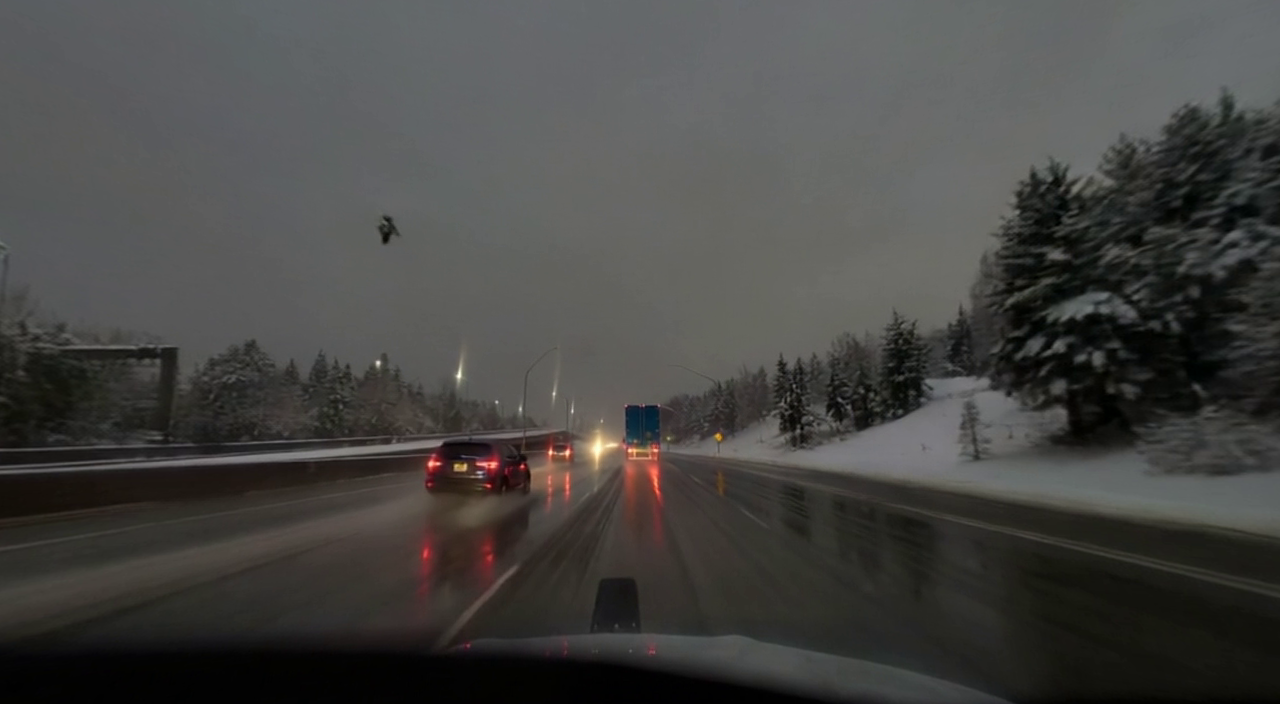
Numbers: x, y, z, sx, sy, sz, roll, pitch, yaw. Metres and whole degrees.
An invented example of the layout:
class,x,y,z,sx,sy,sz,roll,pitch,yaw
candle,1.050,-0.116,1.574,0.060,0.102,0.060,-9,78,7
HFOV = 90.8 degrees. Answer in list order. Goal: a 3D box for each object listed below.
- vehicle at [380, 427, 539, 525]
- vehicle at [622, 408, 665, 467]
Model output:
class,x,y,z,sx,sy,sz,roll,pitch,yaw
vehicle,-3.576,2.549,13.538,2.077,1.716,4.514,0,-9,0
vehicle,0.332,6.725,49.198,2.964,4.063,10.072,0,-9,1
